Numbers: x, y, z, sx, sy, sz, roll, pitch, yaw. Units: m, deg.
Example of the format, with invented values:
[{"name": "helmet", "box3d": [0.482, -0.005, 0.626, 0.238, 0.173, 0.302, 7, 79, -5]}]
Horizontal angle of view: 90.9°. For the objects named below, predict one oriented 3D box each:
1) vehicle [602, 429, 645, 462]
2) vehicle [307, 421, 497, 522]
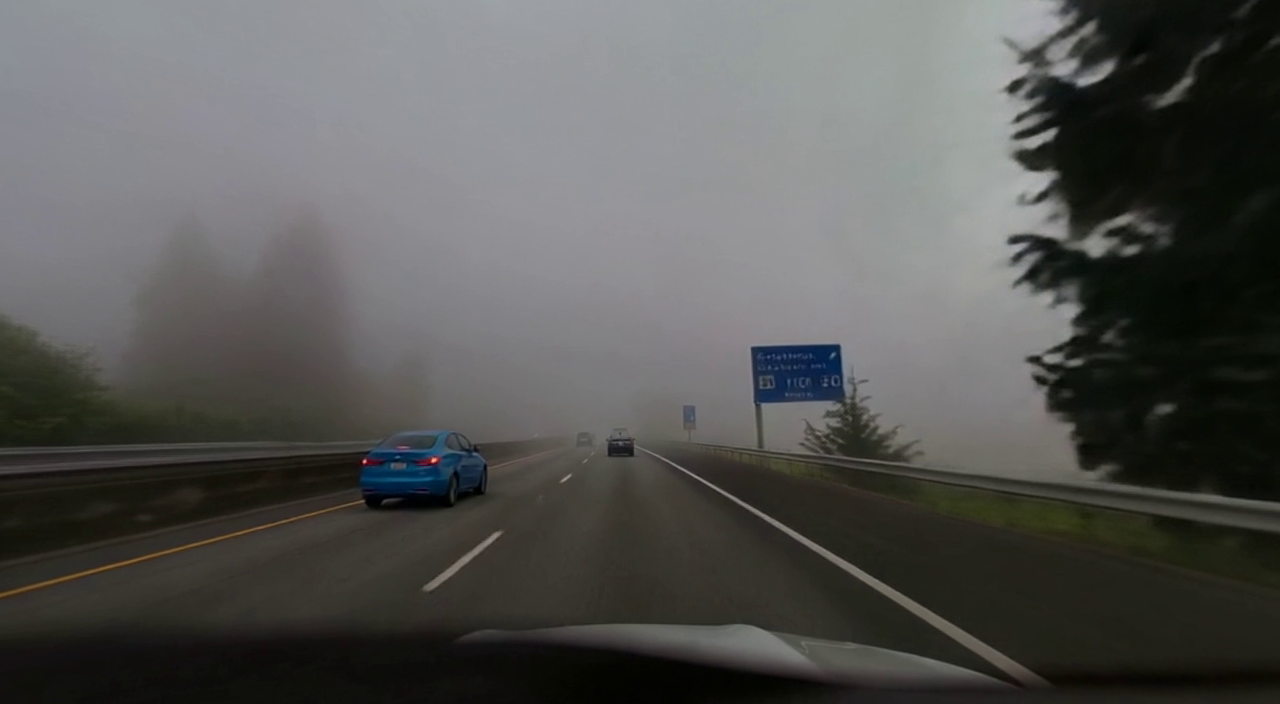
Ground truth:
[{"name": "vehicle", "box3d": [-0.901, 4.997, 33.823, 2.162, 1.616, 4.242, 0, -8, -1]}, {"name": "vehicle", "box3d": [-4.098, 2.099, 11.734, 1.975, 1.518, 4.242, 0, -8, -1]}]
